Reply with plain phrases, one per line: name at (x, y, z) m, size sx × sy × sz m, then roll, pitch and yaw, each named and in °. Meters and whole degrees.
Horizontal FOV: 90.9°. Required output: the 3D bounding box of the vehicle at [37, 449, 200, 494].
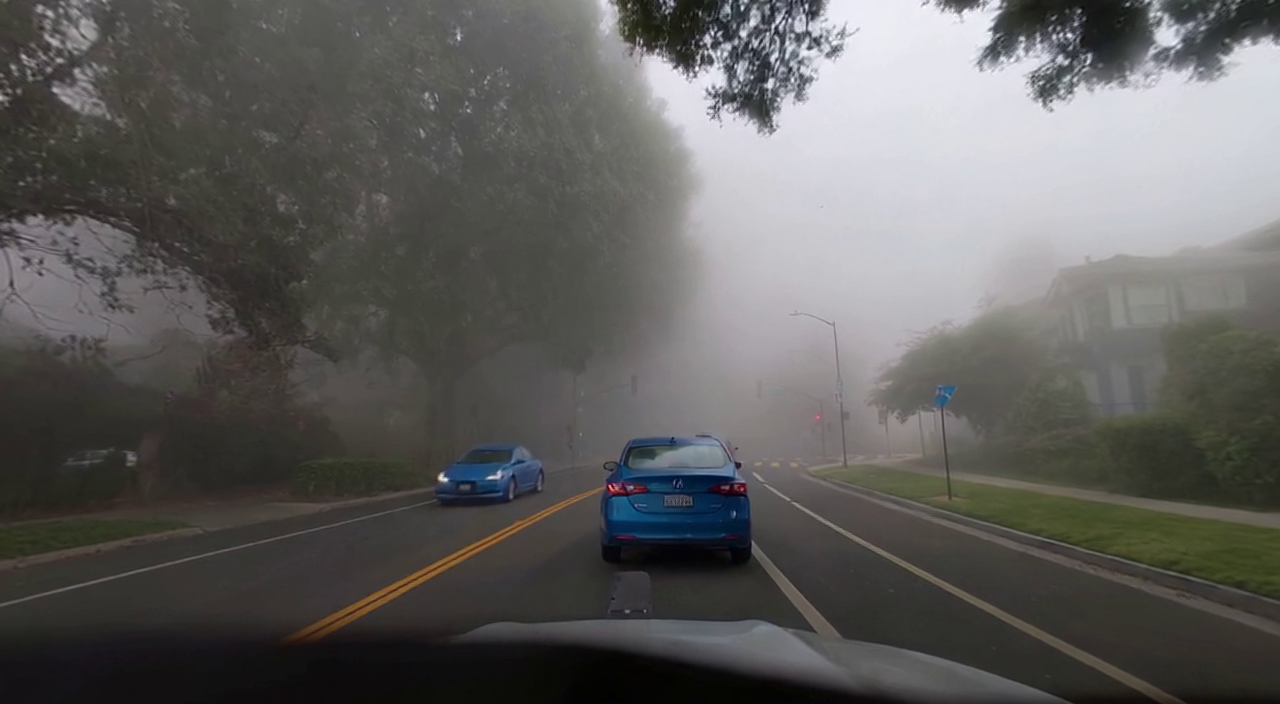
vehicle at (-18.131, 4.117, 22.019) m, size 4.069 × 1.445 × 2.063 m, roll -1°, pitch -9°, yaw 8°

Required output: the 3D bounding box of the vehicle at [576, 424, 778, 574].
vehicle at (0.427, 1.802, 8.528) m, size 2.070 × 1.516 × 3.936 m, roll 0°, pitch -8°, yaw 1°

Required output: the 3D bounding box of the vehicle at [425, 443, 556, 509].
vehicle at (-3.734, 3.159, 16.678) m, size 1.956 × 1.488 × 4.560 m, roll -1°, pitch -8°, yaw 6°
